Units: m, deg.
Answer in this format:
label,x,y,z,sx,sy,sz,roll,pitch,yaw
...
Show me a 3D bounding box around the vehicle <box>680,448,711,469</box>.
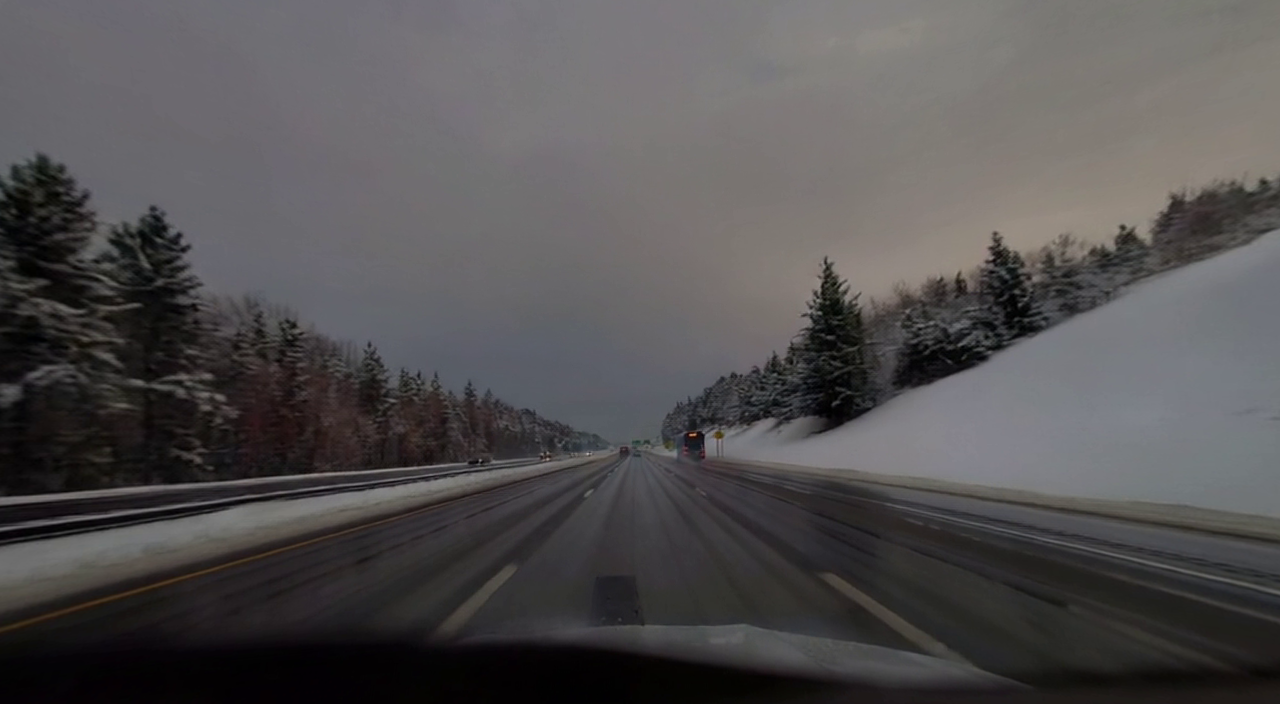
label,x,y,z,sx,sy,sz,roll,pitch,yaw
vehicle,4.185,8.134,48.358,1.934,1.498,3.838,0,-9,-2
